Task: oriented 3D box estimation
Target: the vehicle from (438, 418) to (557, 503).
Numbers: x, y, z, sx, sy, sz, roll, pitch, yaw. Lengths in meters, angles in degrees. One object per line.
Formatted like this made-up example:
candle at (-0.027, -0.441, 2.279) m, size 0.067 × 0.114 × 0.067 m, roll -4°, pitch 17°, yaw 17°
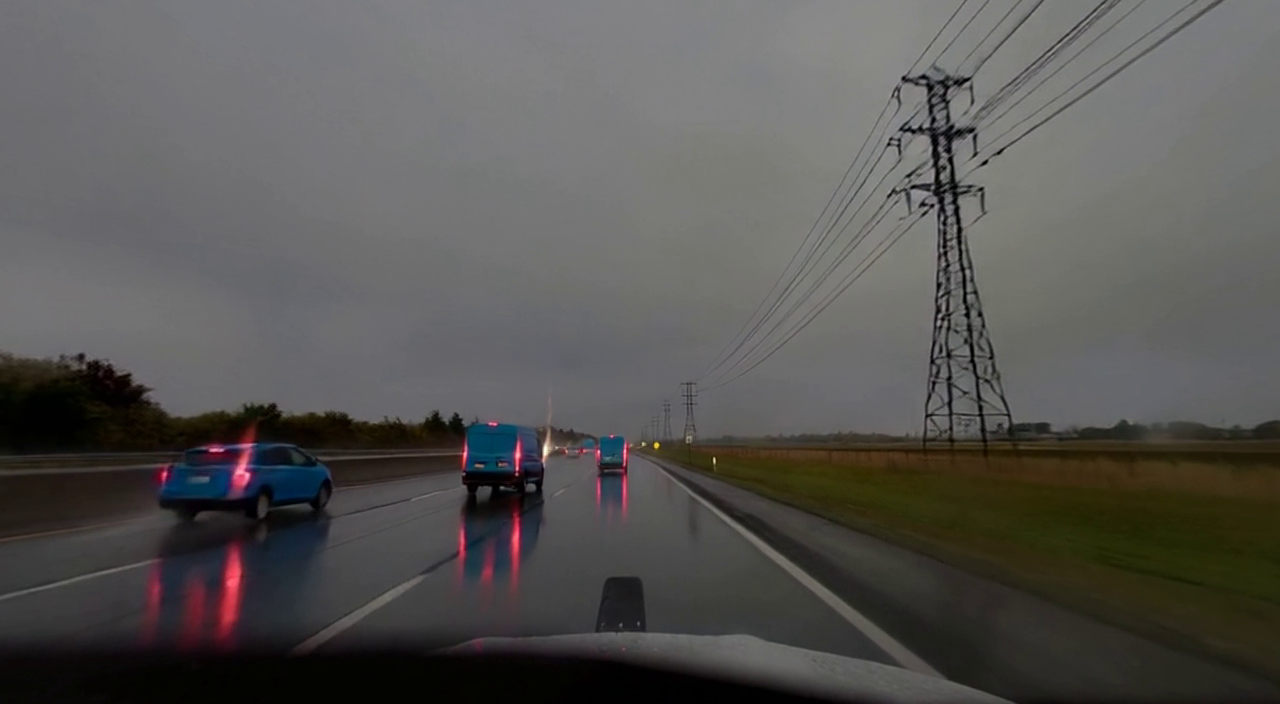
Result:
vehicle at (-3.735, 2.986, 17.597) m, size 2.145 × 2.010 × 4.980 m, roll 0°, pitch -9°, yaw 0°

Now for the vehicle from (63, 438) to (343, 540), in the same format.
vehicle at (-7.838, 2.470, 12.114) m, size 1.975 × 1.540 × 4.759 m, roll 0°, pitch -9°, yaw 0°

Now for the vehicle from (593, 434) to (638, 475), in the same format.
vehicle at (-1.252, 5.491, 33.807) m, size 2.197 × 2.011 × 5.130 m, roll 0°, pitch -9°, yaw -1°
